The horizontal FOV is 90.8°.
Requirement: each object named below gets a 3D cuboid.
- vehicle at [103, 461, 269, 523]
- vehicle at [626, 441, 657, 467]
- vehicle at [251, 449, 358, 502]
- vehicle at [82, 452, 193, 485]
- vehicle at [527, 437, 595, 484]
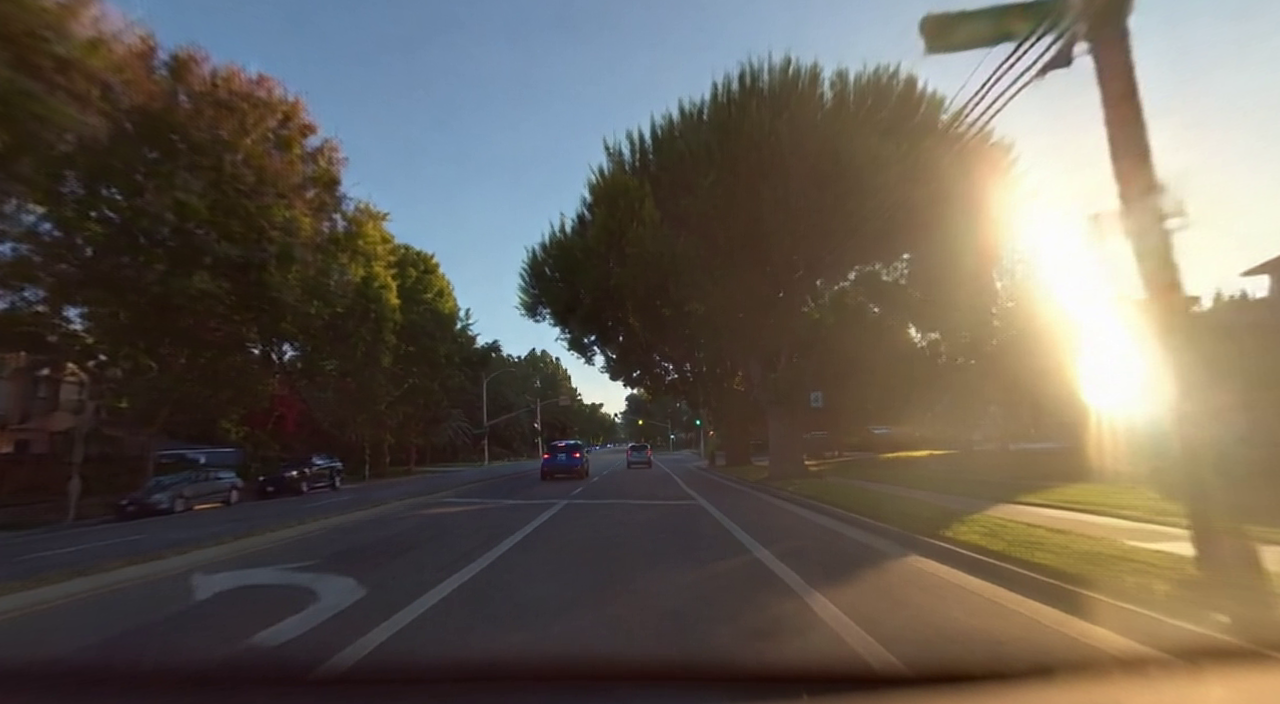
[{"bbox_3d":[-14.278,4.390,20.306,1.880,1.476,4.715,-4,-8,0],"label":"vehicle"},{"bbox_3d":[0.052,7.187,44.847,2.088,1.735,4.801,0,-8,-1],"label":"vehicle"},{"bbox_3d":[-14.097,5.153,26.910,1.996,1.886,4.692,-3,-8,0],"label":"vehicle"},{"bbox_3d":[-27.854,6.465,35.168,4.252,1.708,2.225,0,-8,1],"label":"vehicle"},{"bbox_3d":[-3.133,4.404,25.937,2.097,1.755,4.336,0,-8,2],"label":"vehicle"}]
